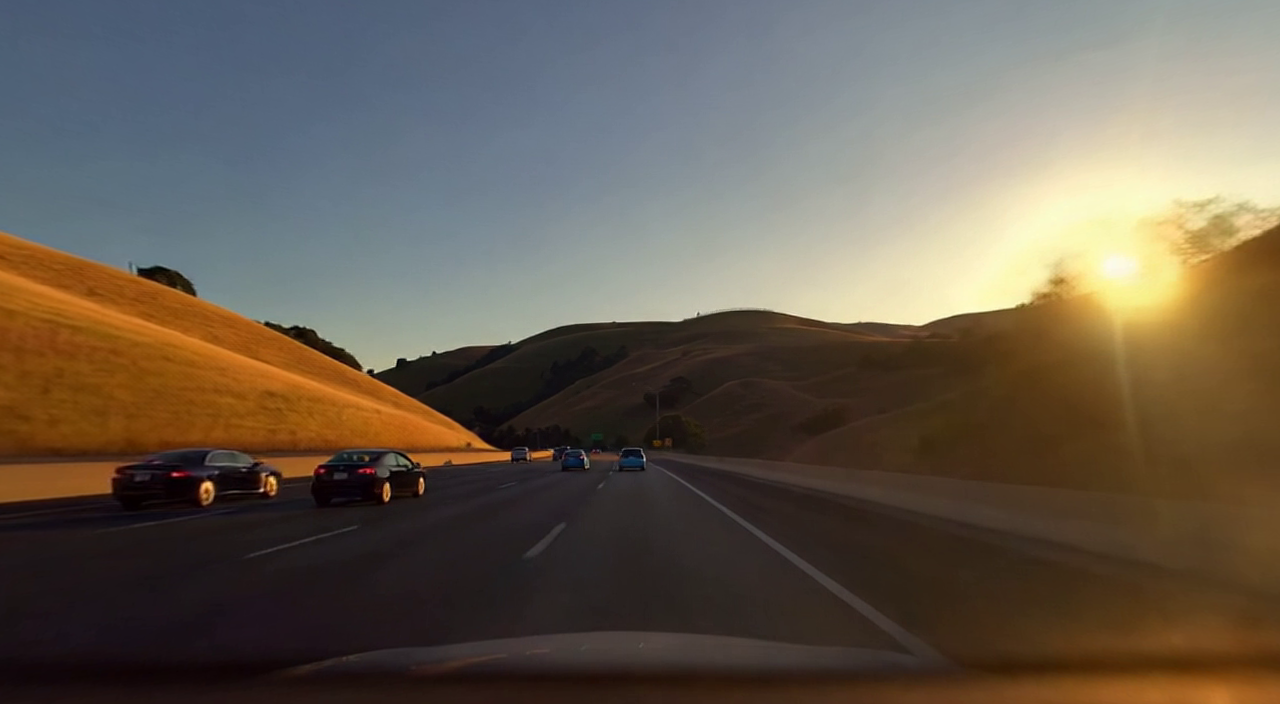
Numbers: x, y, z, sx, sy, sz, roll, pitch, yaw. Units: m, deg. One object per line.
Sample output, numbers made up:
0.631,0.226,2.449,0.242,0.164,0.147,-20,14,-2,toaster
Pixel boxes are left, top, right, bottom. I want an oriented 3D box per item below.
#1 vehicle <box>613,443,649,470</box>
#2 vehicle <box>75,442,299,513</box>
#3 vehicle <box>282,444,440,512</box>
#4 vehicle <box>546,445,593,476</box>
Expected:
-0.637,6.868,41.706,2.225,1.674,4.044,0,-8,-2,vehicle
-11.095,3.069,16.067,2.048,1.501,4.898,0,-8,0,vehicle
-6.799,3.080,15.980,1.991,1.441,4.265,0,-8,1,vehicle
-3.815,5.932,34.817,2.144,1.505,4.649,0,-8,-1,vehicle
